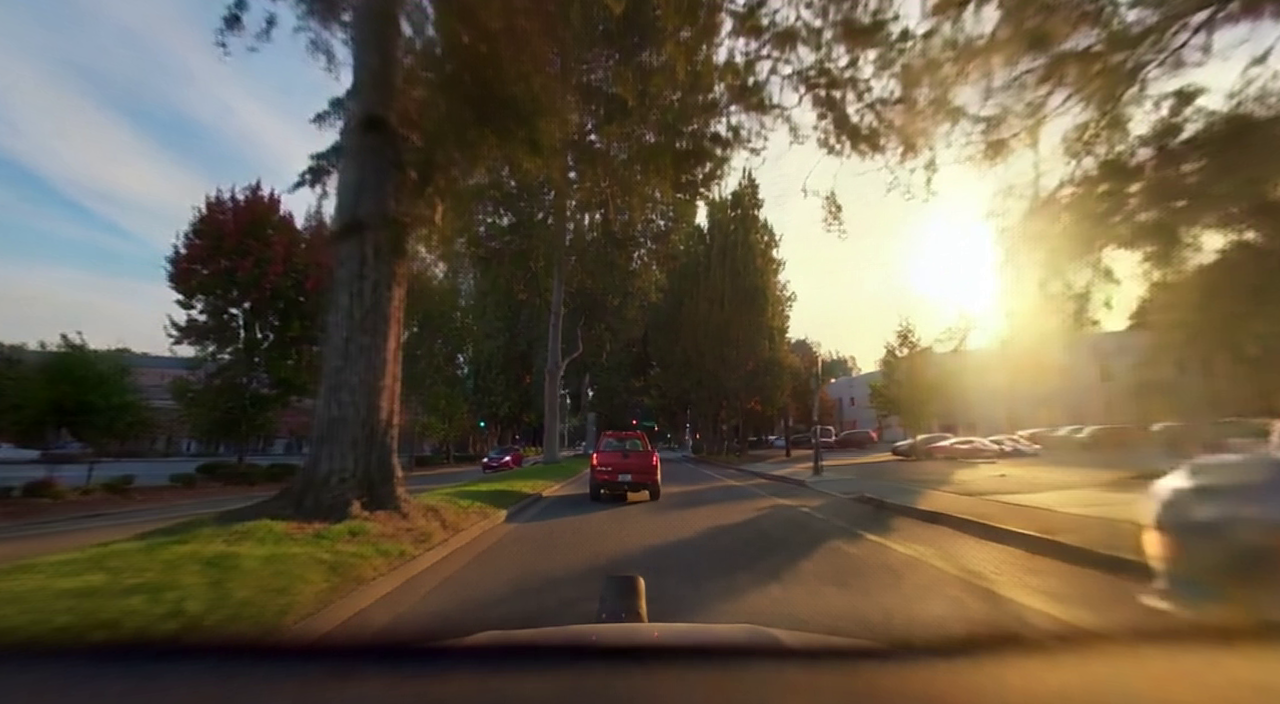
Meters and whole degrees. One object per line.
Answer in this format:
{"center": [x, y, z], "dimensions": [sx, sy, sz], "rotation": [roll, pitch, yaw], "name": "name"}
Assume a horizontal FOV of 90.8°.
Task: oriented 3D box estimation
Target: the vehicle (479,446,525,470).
{"center": [-8.989, 6.932, 41.527], "dimensions": [2.027, 1.493, 4.707], "rotation": [0, -8, -1], "name": "vehicle"}

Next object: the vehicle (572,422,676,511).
{"center": [-0.389, 2.806, 16.080], "dimensions": [2.157, 1.816, 5.804], "rotation": [0, -8, -1], "name": "vehicle"}
